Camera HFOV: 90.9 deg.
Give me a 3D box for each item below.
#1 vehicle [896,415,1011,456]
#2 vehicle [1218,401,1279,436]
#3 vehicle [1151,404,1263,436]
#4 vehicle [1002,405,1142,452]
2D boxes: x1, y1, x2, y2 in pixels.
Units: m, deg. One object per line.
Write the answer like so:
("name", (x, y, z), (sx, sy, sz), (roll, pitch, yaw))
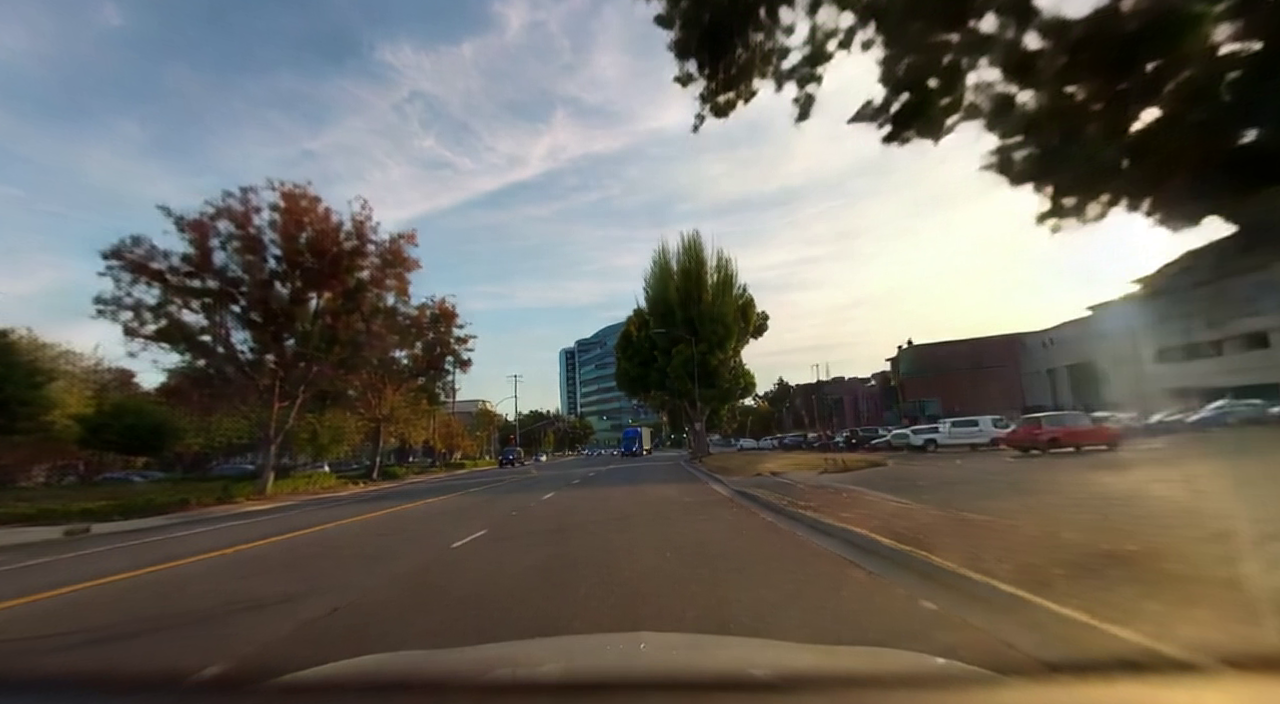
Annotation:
("vehicle", (16.688, 4.469, 33.730), (5.051, 2.038, 2.142), (0, -9, -9))
("vehicle", (30.049, 3.071, 29.733), (4.128, 1.472, 1.897), (-1, -9, -14))
("vehicle", (29.131, 3.507, 32.402), (4.332, 1.530, 2.019), (1, -9, -13))
("vehicle", (17.605, 3.156, 25.736), (4.653, 1.782, 2.042), (2, -9, -16))
